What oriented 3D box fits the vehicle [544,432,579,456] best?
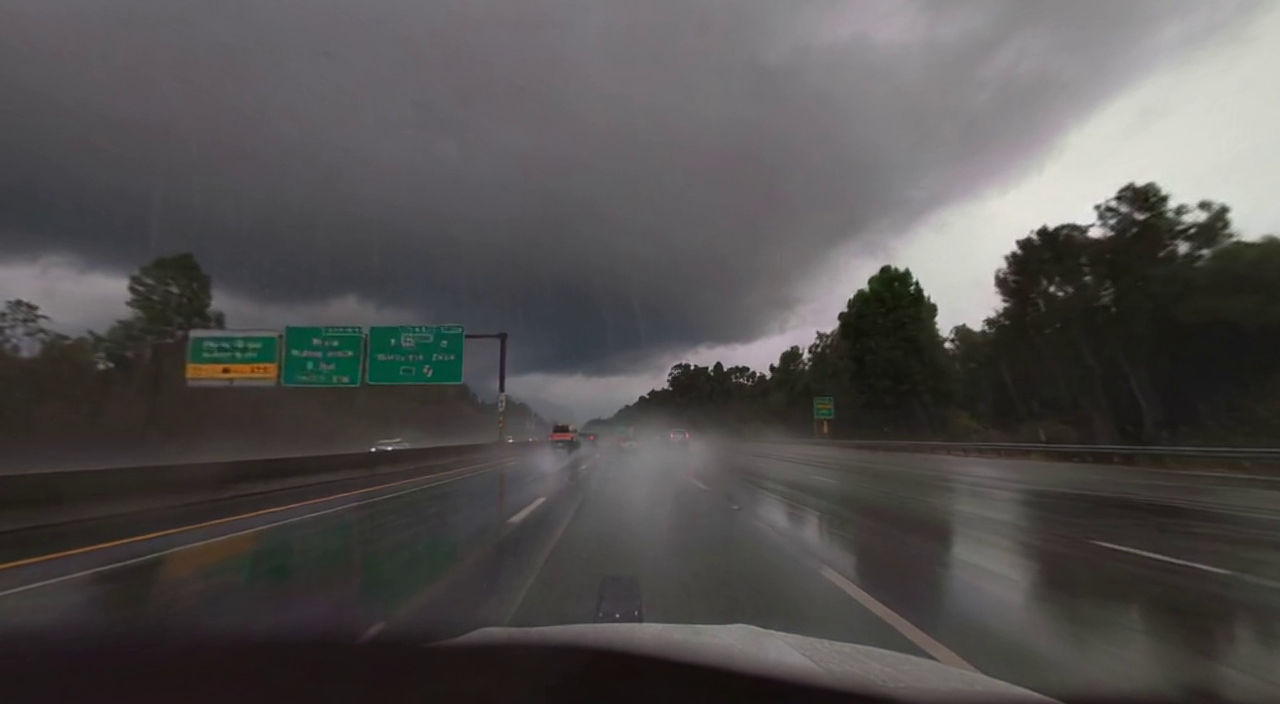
[{"bbox_3d":[-5.544,6.544,44.821,2.119,1.629,3.946,0,-8,-1],"label":"vehicle"}]

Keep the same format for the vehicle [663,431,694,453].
[{"bbox_3d":[3.017,7.115,49.920,2.066,1.673,4.225,0,-8,-2],"label":"vehicle"}]
